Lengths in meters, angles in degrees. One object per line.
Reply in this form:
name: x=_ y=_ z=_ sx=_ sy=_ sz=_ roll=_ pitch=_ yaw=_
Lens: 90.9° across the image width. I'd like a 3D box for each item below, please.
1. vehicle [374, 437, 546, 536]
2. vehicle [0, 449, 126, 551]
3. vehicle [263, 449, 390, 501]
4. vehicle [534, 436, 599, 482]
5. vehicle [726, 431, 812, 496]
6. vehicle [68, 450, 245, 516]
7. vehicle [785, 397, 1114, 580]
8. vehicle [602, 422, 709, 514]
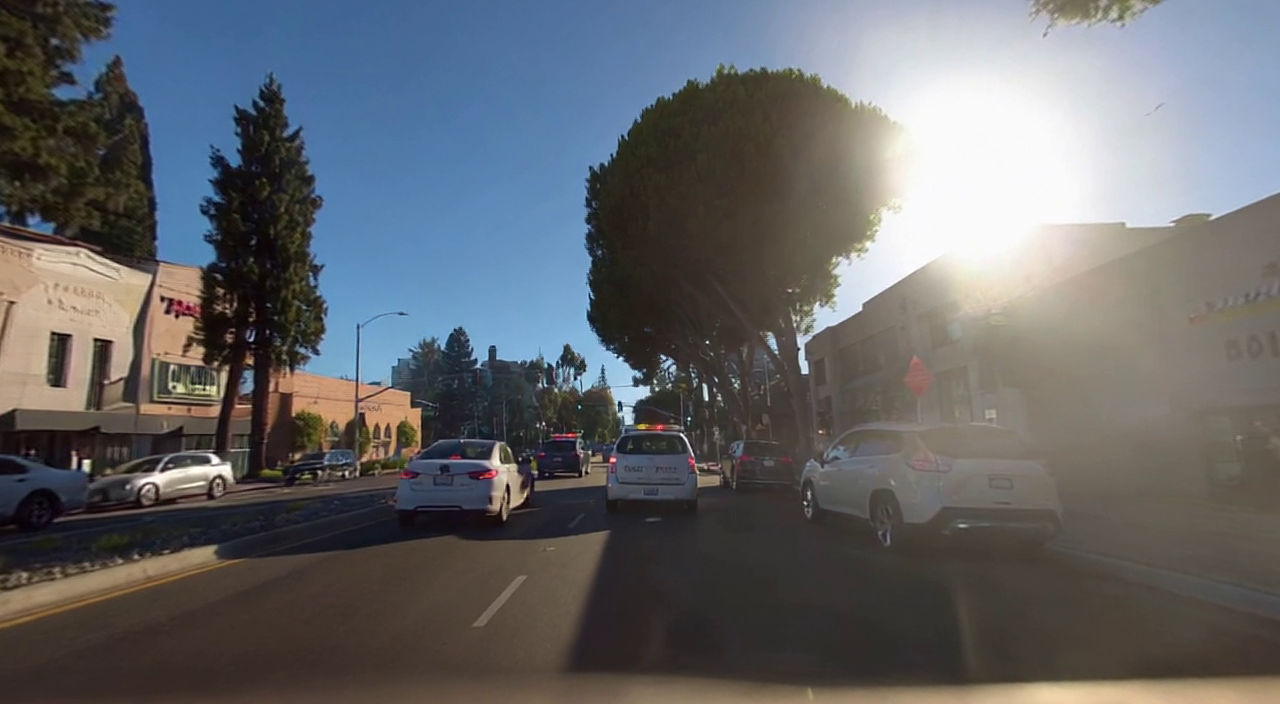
vehicle: x=-3.046 y=2.359 z=11.712 sx=1.908 sy=1.474 sz=4.257 roll=0 pitch=-8 yaw=0
vehicle: x=-10.640 y=2.236 z=9.373 sx=2.041 sy=1.500 sz=4.684 roll=-2 pitch=-8 yaw=0
vehicle: x=-10.832 y=4.229 z=22.231 sx=2.158 sy=1.494 sz=4.480 roll=-3 pitch=-9 yaw=1
vehicle: x=-3.055 y=4.554 z=27.150 sx=2.135 sy=1.806 sz=4.514 roll=0 pitch=-8 yaw=1
vehicle: x=4.058 y=3.570 z=20.535 sx=2.025 sy=1.813 sz=4.372 roll=1 pitch=-8 yaw=2
vehicle: x=-14.437 y=3.886 z=19.219 sx=2.056 sy=1.619 sz=4.270 roll=-3 pitch=-8 yaw=-1
vehicle: x=4.017 y=1.899 z=9.730 sx=2.038 sy=1.865 sz=5.786 roll=3 pitch=-9 yaw=-1
vehicle: x=0.305 y=2.572 z=14.353 sx=2.075 sy=1.770 sz=4.018 roll=0 pitch=-8 yaw=0
